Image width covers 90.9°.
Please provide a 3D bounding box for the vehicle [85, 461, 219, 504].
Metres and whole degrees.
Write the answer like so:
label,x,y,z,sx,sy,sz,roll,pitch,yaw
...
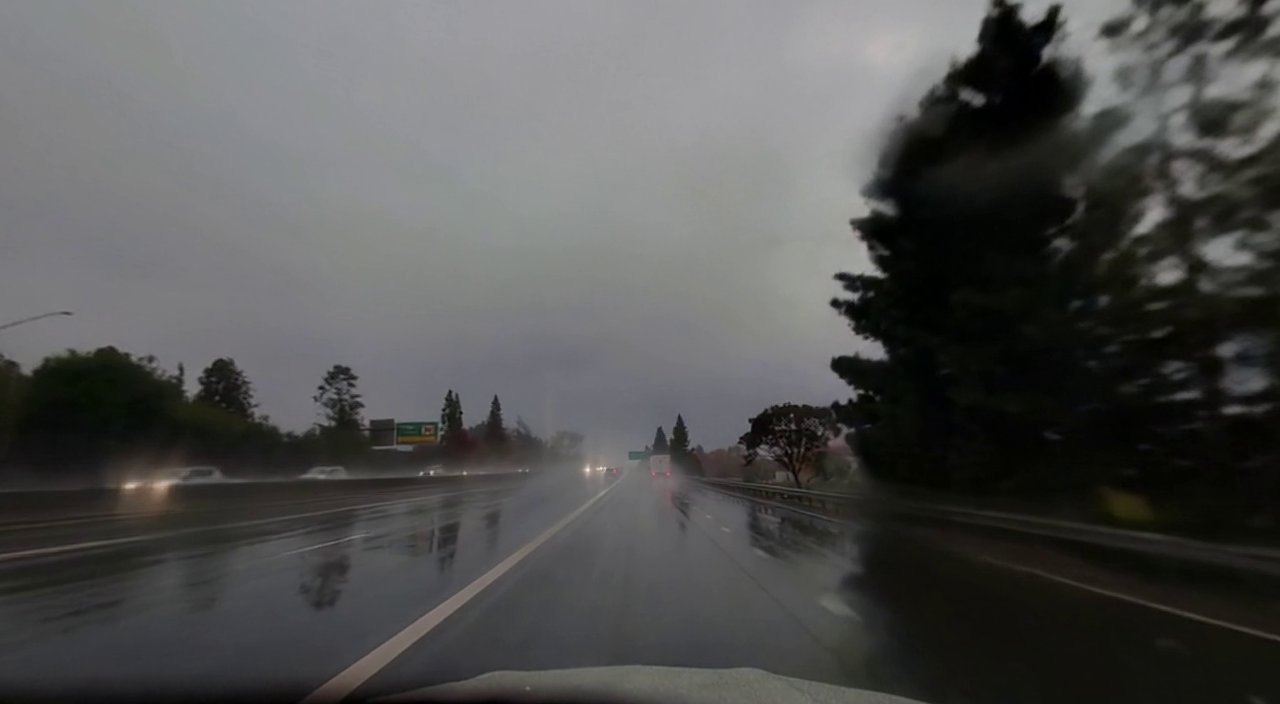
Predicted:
label,x,y,z,sx,sy,sz,roll,pitch,yaw
vehicle,-18.947,5.073,24.775,1.803,1.508,4.279,1,-10,0
